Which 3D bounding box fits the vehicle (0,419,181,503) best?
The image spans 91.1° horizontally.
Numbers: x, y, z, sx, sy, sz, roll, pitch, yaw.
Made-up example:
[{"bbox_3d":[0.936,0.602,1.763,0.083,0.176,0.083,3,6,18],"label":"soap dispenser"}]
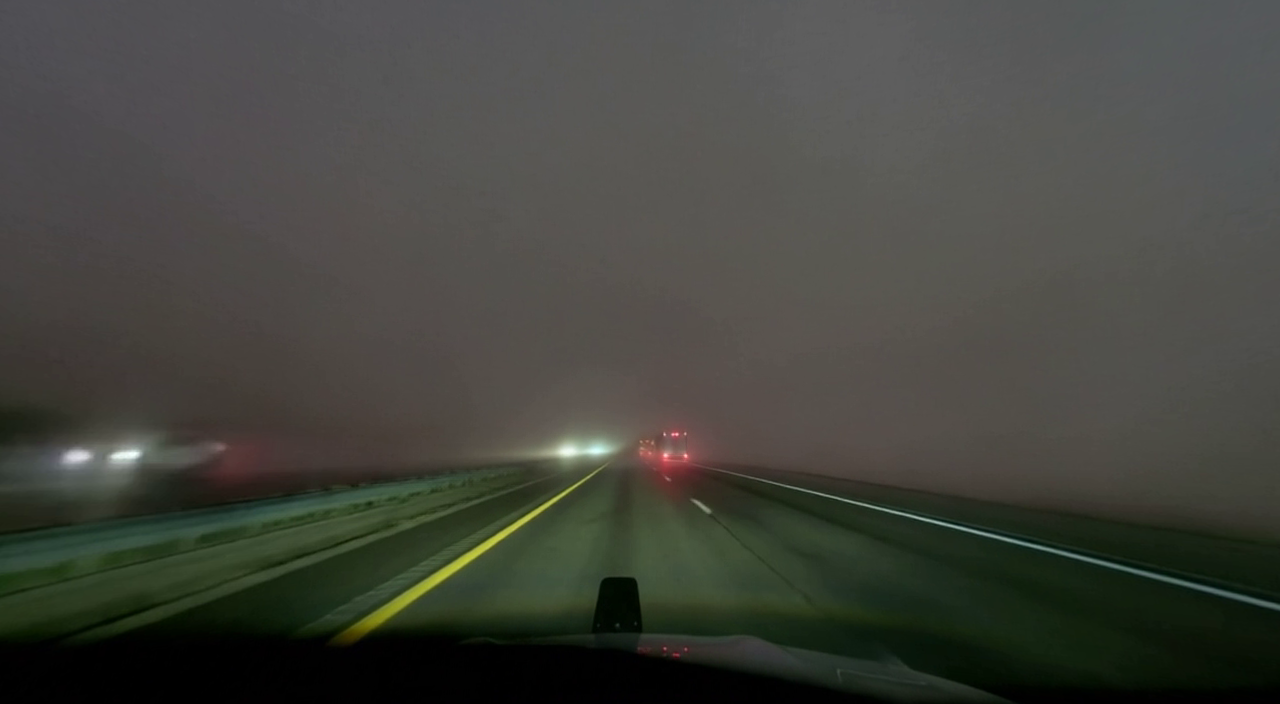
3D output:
[{"bbox_3d":[-13.514,2.543,14.947,2.013,1.690,4.217,0,-9,-1],"label":"vehicle"}]
